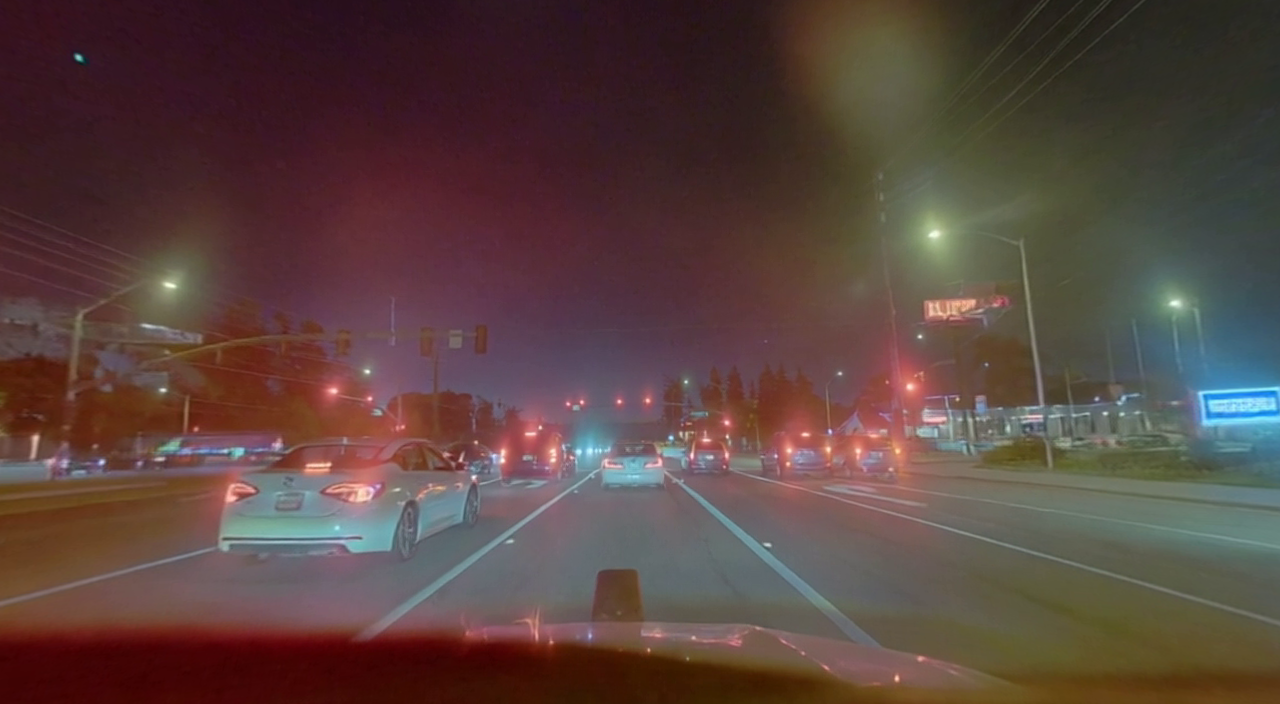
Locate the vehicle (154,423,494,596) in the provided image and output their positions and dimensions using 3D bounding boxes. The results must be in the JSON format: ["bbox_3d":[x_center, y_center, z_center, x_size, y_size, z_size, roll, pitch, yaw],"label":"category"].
[{"bbox_3d":[-3.209,1.672,7.617,1.837,1.463,4.311,0,-8,1],"label":"vehicle"}]

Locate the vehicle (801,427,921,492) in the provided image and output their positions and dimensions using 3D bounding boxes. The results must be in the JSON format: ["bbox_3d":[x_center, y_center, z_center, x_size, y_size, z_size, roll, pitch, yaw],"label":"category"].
[{"bbox_3d":[6.402,3.174,18.884,1.945,1.706,4.190,0,-8,-2],"label":"vehicle"}]

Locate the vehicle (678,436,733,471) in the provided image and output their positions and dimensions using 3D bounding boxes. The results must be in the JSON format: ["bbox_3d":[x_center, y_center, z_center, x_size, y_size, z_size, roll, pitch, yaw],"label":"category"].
[{"bbox_3d":[2.990,4.791,29.918,1.987,1.515,4.521,0,-8,-2],"label":"vehicle"}]

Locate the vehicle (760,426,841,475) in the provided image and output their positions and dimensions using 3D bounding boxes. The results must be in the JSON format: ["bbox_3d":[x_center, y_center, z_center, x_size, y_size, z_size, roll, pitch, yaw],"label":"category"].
[{"bbox_3d":[7.147,4.475,28.791,2.156,1.982,5.358,0,-8,-1],"label":"vehicle"}]

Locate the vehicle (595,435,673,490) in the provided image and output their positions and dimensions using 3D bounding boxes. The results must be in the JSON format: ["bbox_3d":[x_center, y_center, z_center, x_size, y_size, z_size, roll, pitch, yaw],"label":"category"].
[{"bbox_3d":[-0.175,3.263,18.970,2.098,1.431,3.958,0,-8,-1],"label":"vehicle"}]

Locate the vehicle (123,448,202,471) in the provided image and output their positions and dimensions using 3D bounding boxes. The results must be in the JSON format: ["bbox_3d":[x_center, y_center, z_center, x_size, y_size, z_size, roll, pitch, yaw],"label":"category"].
[{"bbox_3d":[-37.195,8.368,49.277,4.649,1.653,1.885,0,-8,0],"label":"vehicle"}]

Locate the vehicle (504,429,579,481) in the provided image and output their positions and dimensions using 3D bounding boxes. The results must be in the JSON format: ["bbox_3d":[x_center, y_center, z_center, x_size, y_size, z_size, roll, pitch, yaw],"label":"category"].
[{"bbox_3d":[-3.453,3.711,23.013,2.033,1.714,4.278,0,-8,0],"label":"vehicle"}]
